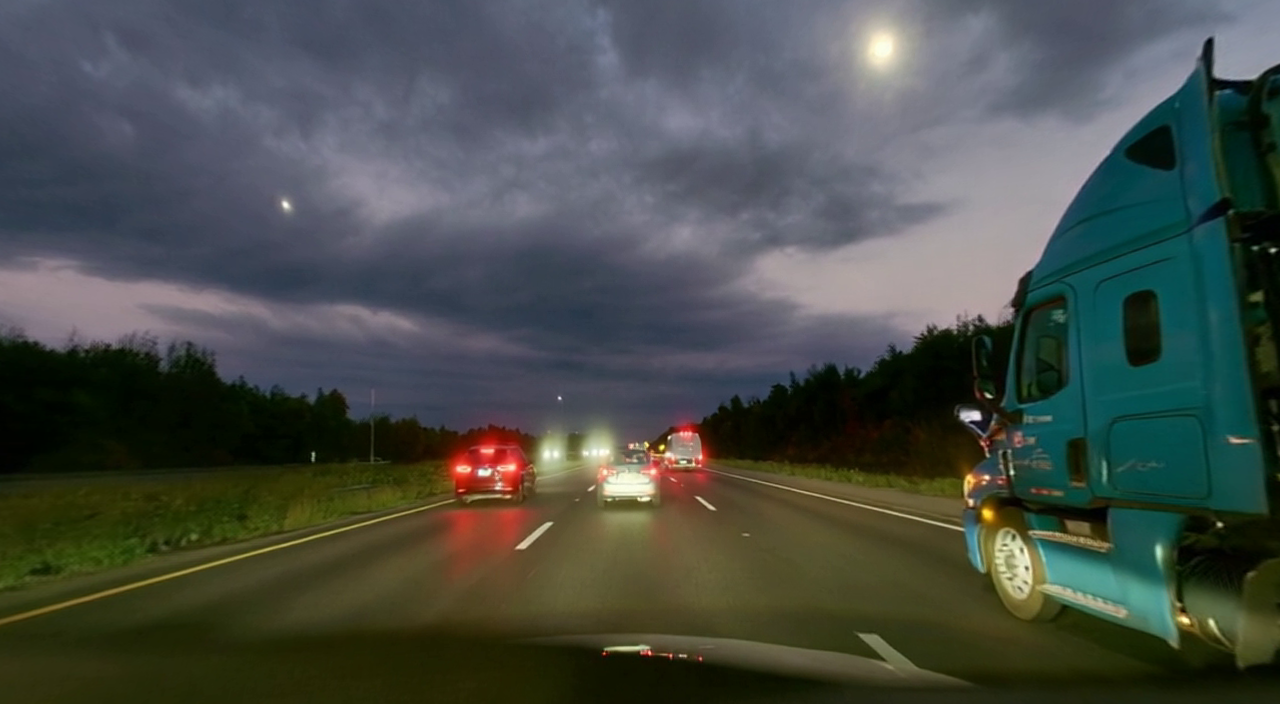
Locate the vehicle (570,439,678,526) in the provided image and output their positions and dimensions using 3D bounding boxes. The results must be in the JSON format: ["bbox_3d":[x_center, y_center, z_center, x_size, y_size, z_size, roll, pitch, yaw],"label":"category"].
[{"bbox_3d":[-0.291,2.672,13.348,1.973,1.574,3.426,0,-9,0],"label":"vehicle"}]

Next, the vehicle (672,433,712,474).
[{"bbox_3d":[3.513,7.034,43.745,2.234,2.679,5.372,0,-9,-1],"label":"vehicle"}]

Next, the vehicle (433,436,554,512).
[{"bbox_3d":[-3.578,3.090,16.392,1.985,1.671,4.604,0,-9,0],"label":"vehicle"}]
